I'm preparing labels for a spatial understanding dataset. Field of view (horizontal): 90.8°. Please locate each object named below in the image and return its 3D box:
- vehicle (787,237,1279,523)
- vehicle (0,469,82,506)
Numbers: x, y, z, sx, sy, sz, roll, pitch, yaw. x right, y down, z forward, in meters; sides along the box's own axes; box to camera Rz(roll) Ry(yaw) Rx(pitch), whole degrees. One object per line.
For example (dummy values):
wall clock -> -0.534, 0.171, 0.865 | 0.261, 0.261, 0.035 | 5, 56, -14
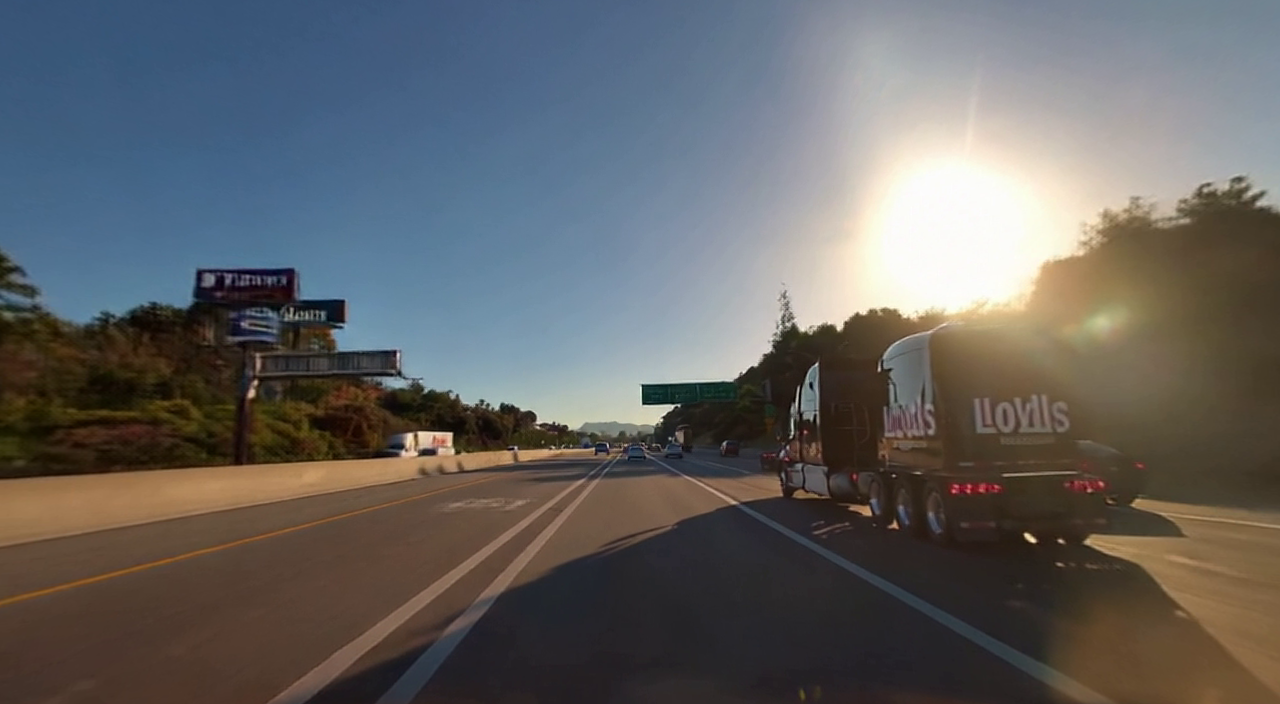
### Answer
vehicle -> 7.685, 1.568, 17.279 | 2.892, 4.128, 16.495 | 0, -9, -2
vehicle -> -30.373, 6.626, 31.076 | 1.829, 1.517, 4.390 | 0, -9, -1
